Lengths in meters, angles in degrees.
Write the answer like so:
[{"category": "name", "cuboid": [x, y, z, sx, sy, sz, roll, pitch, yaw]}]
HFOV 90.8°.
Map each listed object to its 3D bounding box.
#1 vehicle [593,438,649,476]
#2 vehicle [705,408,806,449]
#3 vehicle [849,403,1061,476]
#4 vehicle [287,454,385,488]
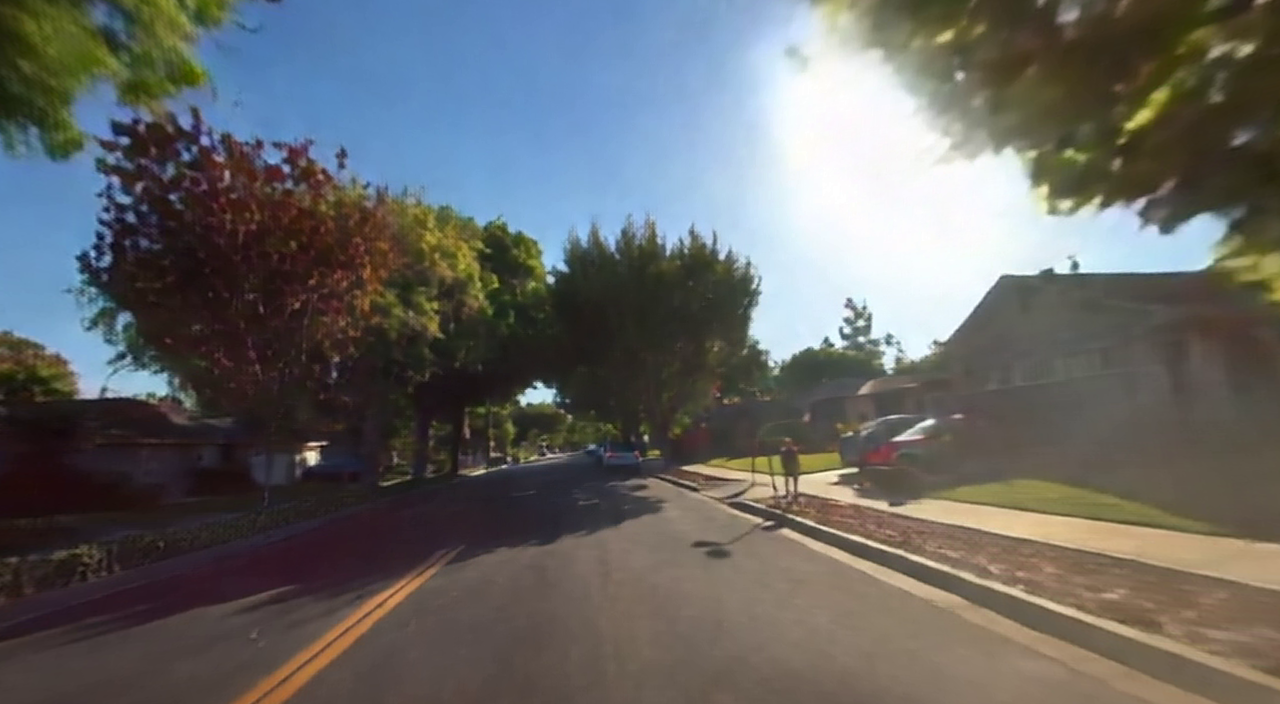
[{"category": "vehicle", "cuboid": [-0.947, 4.670, 28.141, 2.009, 1.506, 4.698, 1, -9, -7]}, {"category": "vehicle", "cuboid": [6.150, 4.147, 34.055, 4.861, 1.911, 2.181, 0, -14, -5]}, {"category": "vehicle", "cuboid": [7.771, 2.202, 15.869, 4.230, 1.666, 1.978, 0, -9, -5]}, {"category": "vehicle", "cuboid": [-17.189, 6.740, 35.932, 4.511, 1.809, 2.018, 0, -9, -5]}]
